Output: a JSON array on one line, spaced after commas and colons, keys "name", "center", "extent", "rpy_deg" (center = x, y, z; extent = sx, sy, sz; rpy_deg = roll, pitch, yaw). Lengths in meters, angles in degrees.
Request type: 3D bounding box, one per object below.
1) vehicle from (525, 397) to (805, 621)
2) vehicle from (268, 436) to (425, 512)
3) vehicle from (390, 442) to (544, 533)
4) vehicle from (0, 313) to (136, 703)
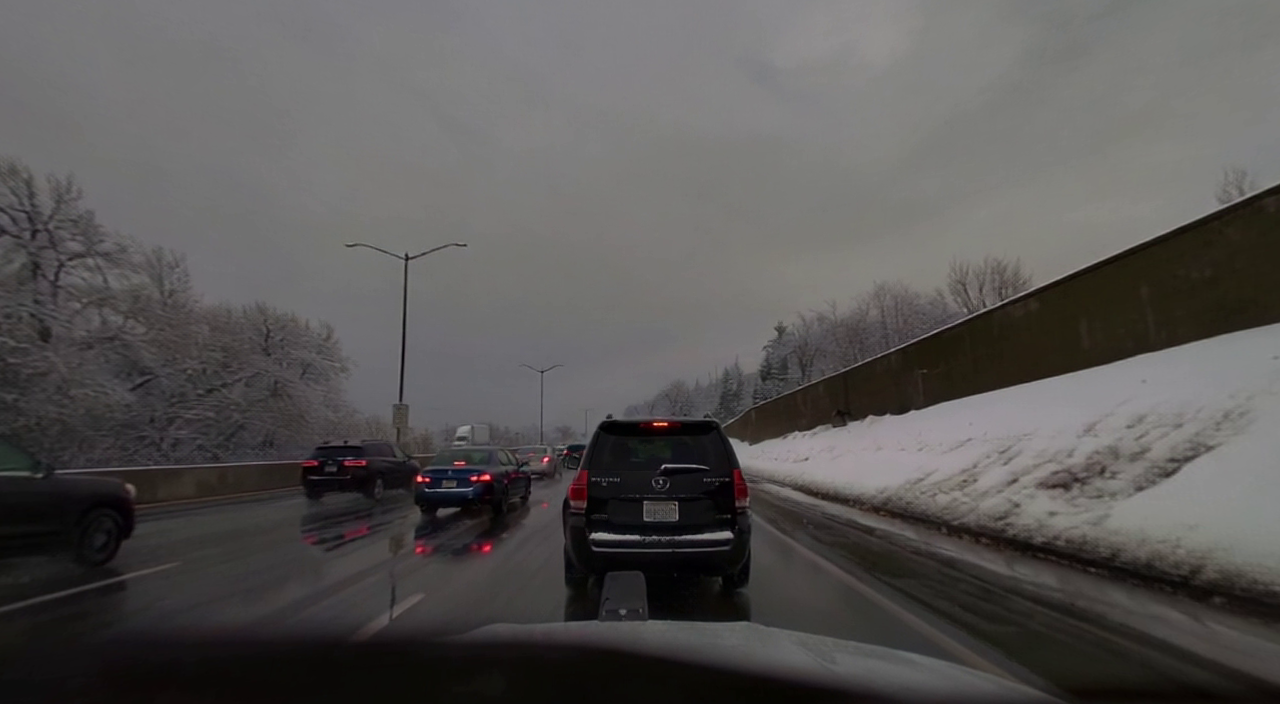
[{"name": "vehicle", "center": [0.159, 1.653, 7.735], "extent": [2.210, 1.760, 5.303], "rpy_deg": [0, -9, -1]}, {"name": "vehicle", "center": [-7.510, 3.157, 16.776], "extent": [1.986, 1.700, 4.558], "rpy_deg": [0, -9, 0]}, {"name": "vehicle", "center": [-3.229, 2.596, 12.679], "extent": [1.917, 1.506, 3.949], "rpy_deg": [0, -9, 1]}, {"name": "vehicle", "center": [-3.531, 0.517, 0.588], "extent": [2.085, 1.893, 4.880], "rpy_deg": [0, -9, -1]}]
